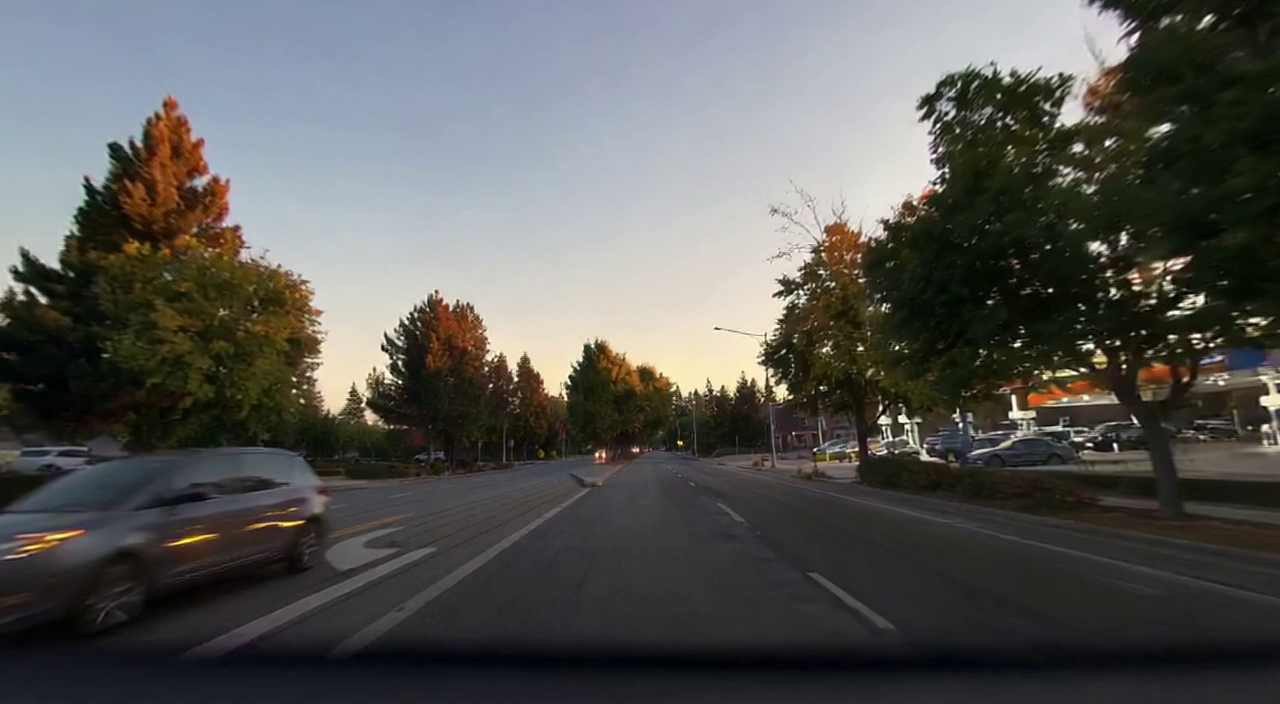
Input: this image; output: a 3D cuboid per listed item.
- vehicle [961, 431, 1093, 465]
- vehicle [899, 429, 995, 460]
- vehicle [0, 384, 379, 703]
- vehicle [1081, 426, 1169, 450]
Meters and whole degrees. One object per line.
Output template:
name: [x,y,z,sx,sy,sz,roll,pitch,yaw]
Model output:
vehicle: [17.213,4.299,28.292,4.545,1.443,1.976,-1,-9,2]
vehicle: [17.547,5.326,36.270,4.426,1.700,2.077,0,-8,-4]
vehicle: [-3.927,1.245,4.668,2.025,1.650,4.275,-1,-8,2]
vehicle: [29.664,5.290,38.704,3.975,1.436,1.668,0,-8,-1]
